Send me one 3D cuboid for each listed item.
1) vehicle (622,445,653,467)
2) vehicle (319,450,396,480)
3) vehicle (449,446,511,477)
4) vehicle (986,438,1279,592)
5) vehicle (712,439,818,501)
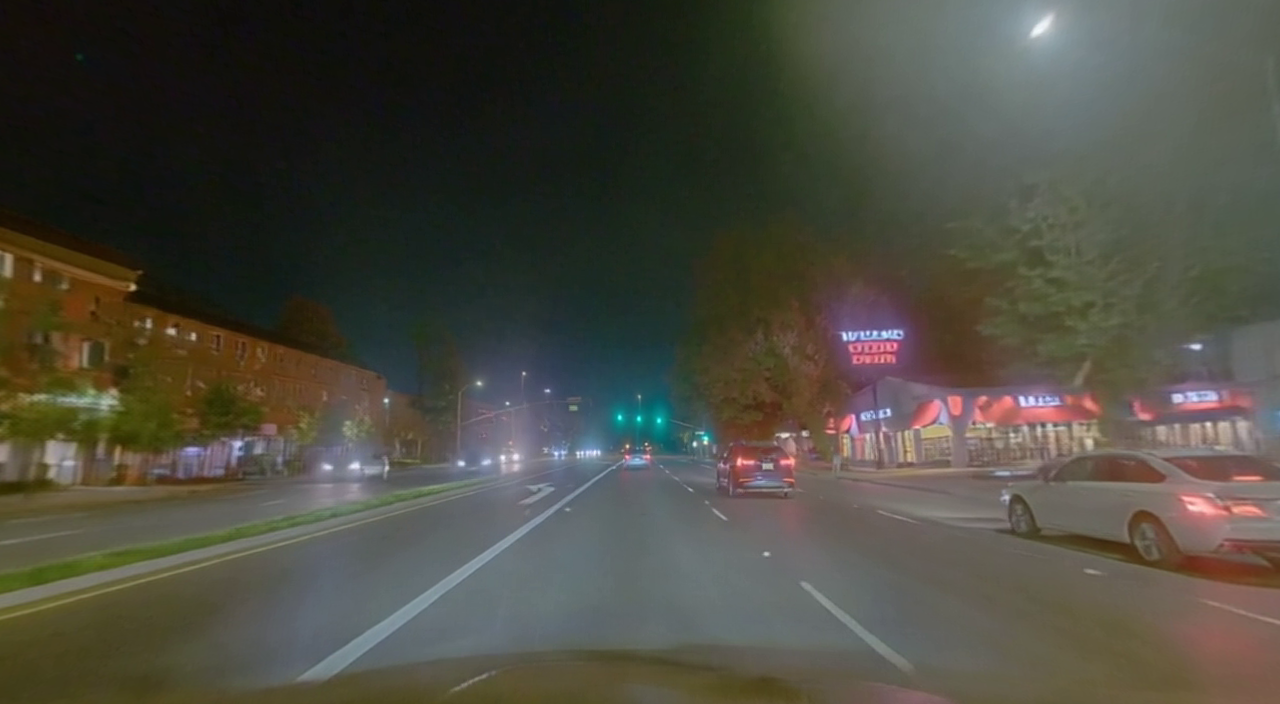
[{"bbox_3d":[-0.176,7.305,44.656,2.052,1.461,4.324,0,-8,0],"label":"vehicle"},{"bbox_3d":[-15.851,6.352,35.733,2.096,1.512,4.755,0,-8,1],"label":"vehicle"},{"bbox_3d":[-8.306,5.687,33.224,2.039,1.487,4.437,0,-8,0],"label":"vehicle"},{"bbox_3d":[6.857,1.892,8.361,1.952,1.449,4.544,0,-8,0],"label":"vehicle"},{"bbox_3d":[3.416,3.299,18.207,2.072,1.545,4.578,0,-8,-1],"label":"vehicle"}]
